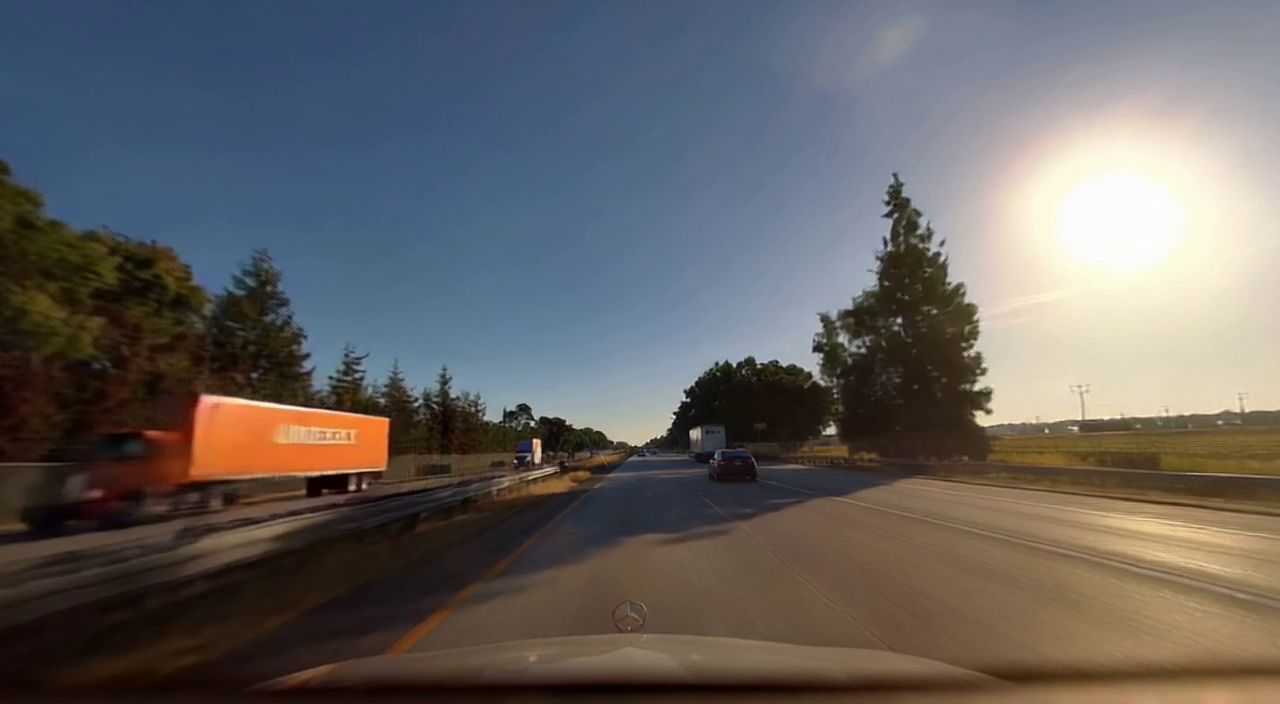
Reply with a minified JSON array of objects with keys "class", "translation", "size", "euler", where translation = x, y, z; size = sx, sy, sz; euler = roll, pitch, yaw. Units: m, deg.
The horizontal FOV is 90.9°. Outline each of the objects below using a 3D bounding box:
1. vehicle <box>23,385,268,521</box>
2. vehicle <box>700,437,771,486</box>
[{"class":"vehicle","translation":[-15.721,3.297,20.831],"size":[3.060,3.798,5.974],"euler":[0,-9,-1]},{"class":"vehicle","translation":[3.680,4.321,25.028],"size":[2.093,1.742,4.167],"euler":[0,-9,-1]}]
